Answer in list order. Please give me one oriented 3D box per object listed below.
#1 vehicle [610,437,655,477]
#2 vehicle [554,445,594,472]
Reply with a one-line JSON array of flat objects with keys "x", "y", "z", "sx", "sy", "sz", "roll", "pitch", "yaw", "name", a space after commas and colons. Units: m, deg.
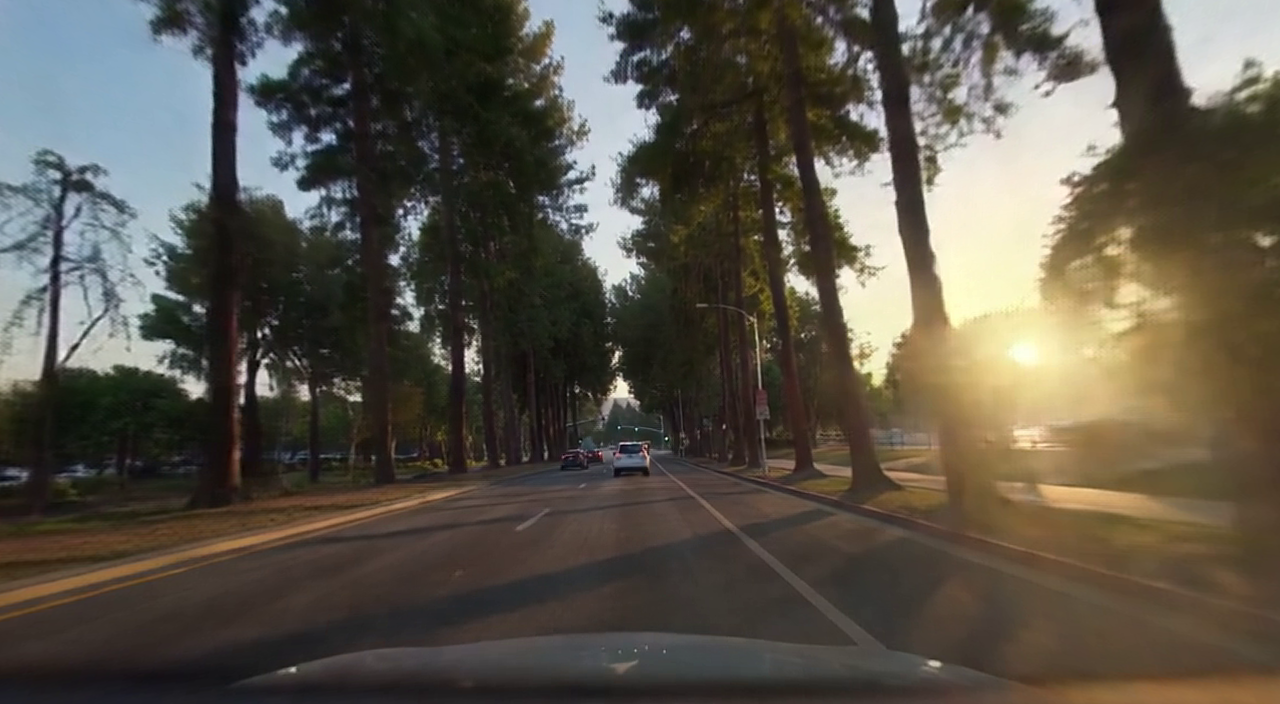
[{"x": -0.346, "y": 4.998, "z": 30.304, "sx": 2.018, "sy": 1.769, "sz": 3.897, "roll": 0, "pitch": -8, "yaw": -1, "name": "vehicle"}, {"x": -4.023, "y": 6.523, "z": 39.019, "sx": 1.936, "sy": 1.538, "sz": 4.016, "roll": 0, "pitch": -8, "yaw": 1, "name": "vehicle"}]
